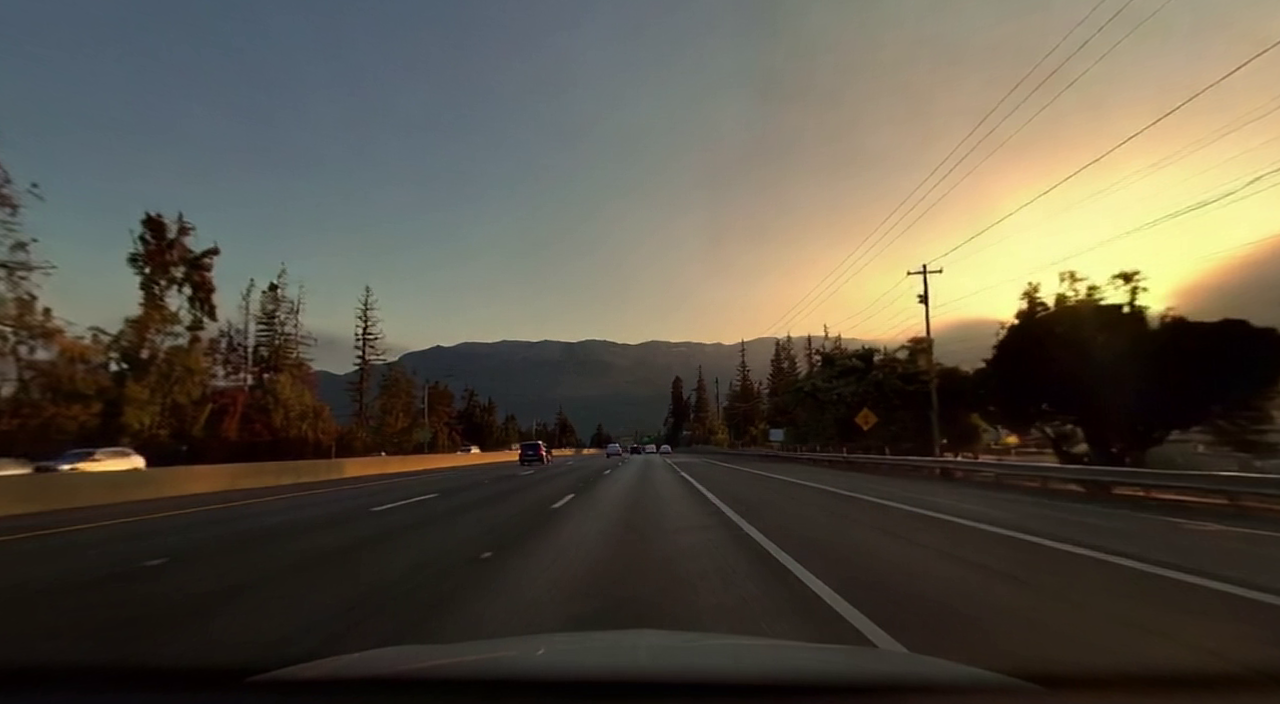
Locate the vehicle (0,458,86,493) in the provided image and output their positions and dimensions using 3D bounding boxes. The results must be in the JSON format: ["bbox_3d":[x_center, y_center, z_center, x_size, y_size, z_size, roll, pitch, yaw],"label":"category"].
[{"bbox_3d":[-29.823,5.908,30.408,1.811,1.479,4.751,0,-9,1],"label":"vehicle"}]

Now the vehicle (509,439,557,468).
[{"bbox_3d":[-6.760,6.472,40.382,2.118,1.696,4.836,0,-9,2],"label":"vehicle"}]
